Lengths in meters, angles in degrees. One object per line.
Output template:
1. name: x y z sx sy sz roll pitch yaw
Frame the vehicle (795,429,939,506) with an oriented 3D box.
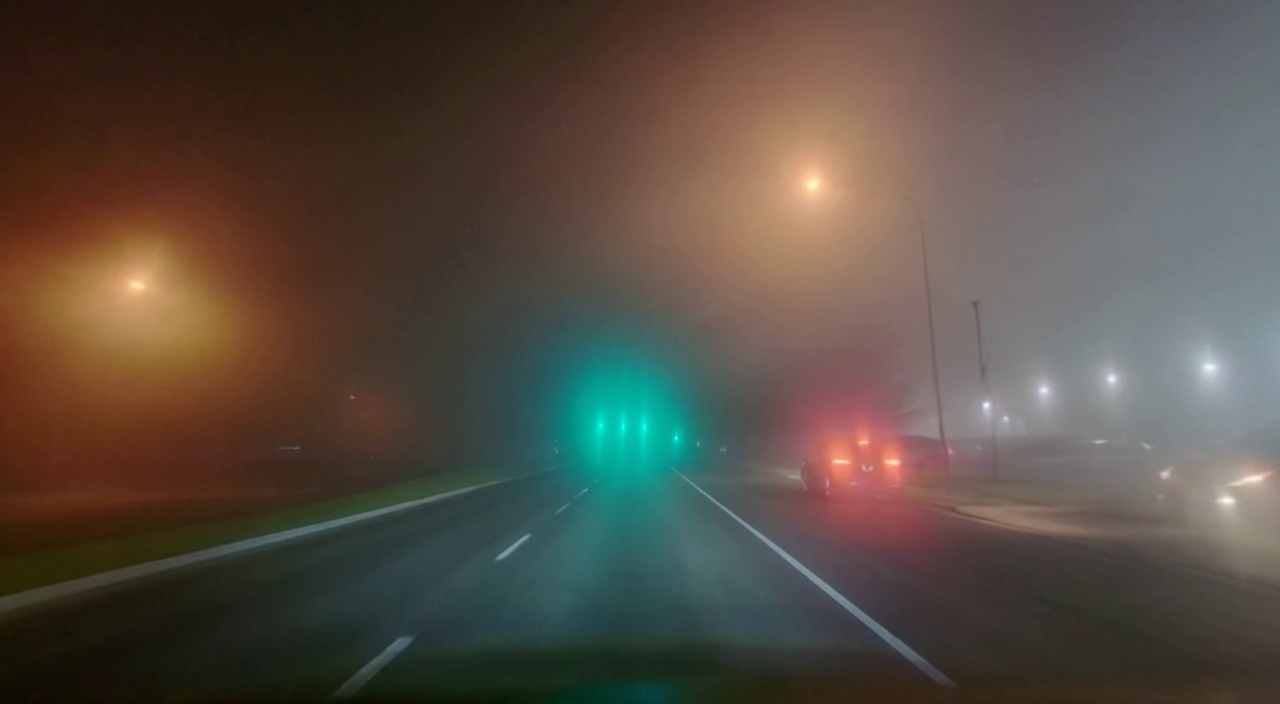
1. vehicle: 5.579 2.884 16.248 2.057 1.688 4.596 0 -8 1

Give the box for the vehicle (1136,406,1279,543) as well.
1. vehicle: 10.813 1.807 9.631 4.653 1.825 2.099 0 -8 -1
